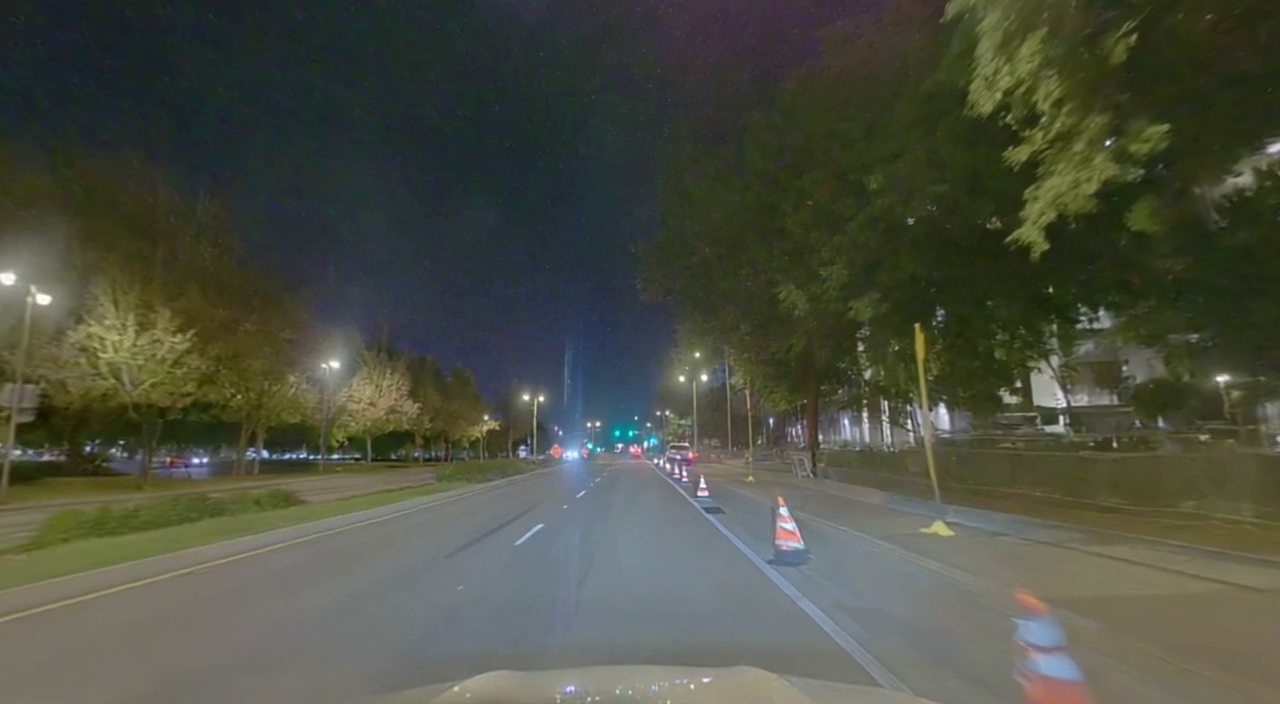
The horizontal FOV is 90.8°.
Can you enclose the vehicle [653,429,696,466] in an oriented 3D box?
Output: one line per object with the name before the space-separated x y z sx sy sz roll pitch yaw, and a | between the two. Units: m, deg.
vehicle | 2.609 7.327 48.614 2.849 2.686 3.176 -1 -8 -5
